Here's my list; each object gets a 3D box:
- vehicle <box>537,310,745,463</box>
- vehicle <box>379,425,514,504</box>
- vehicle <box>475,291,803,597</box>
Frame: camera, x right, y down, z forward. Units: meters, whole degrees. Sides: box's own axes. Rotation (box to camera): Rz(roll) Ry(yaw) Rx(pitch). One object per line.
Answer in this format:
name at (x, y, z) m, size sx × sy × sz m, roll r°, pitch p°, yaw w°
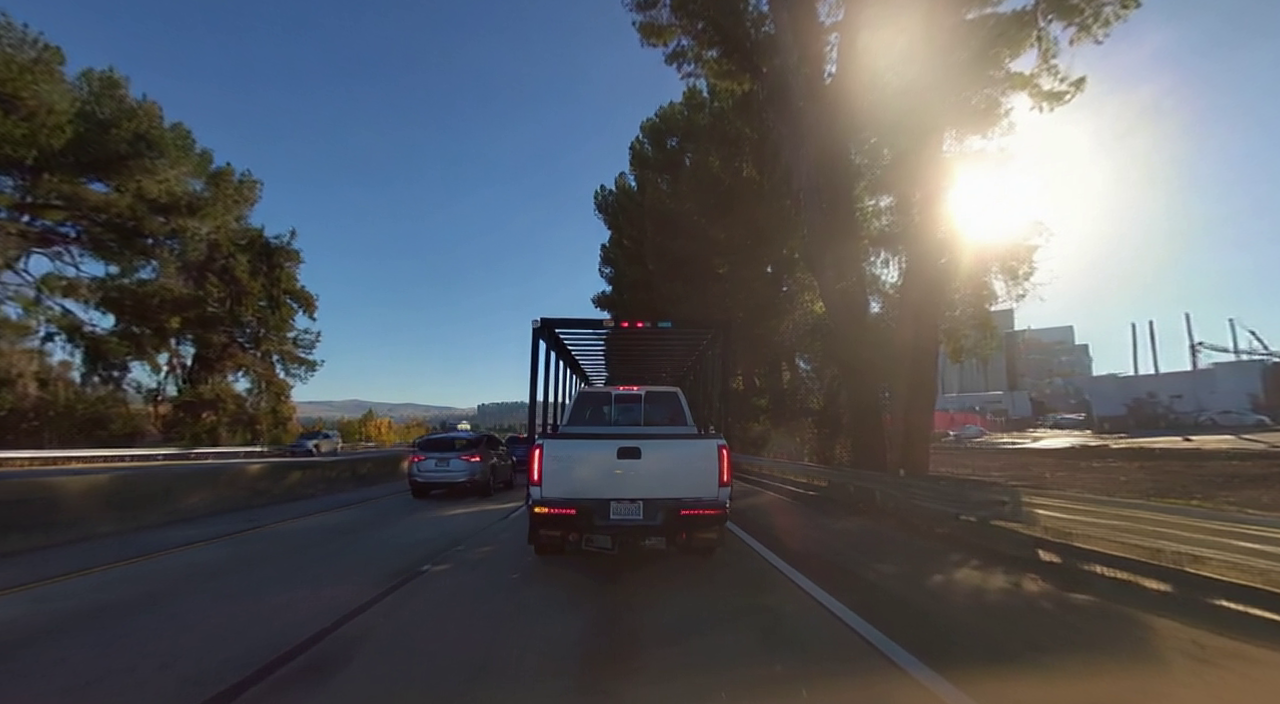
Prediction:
vehicle at (-0.064, 0.701, 8.970) m, size 2.156 × 1.604 × 4.680 m, roll 0°, pitch -9°, yaw -2°
vehicle at (-4.586, 2.736, 15.826) m, size 2.057 × 1.665 × 4.572 m, roll 0°, pitch -9°, yaw -2°
vehicle at (-0.182, 1.523, 10.610) m, size 2.735 × 2.597 × 10.435 m, roll 0°, pitch -9°, yaw -2°
